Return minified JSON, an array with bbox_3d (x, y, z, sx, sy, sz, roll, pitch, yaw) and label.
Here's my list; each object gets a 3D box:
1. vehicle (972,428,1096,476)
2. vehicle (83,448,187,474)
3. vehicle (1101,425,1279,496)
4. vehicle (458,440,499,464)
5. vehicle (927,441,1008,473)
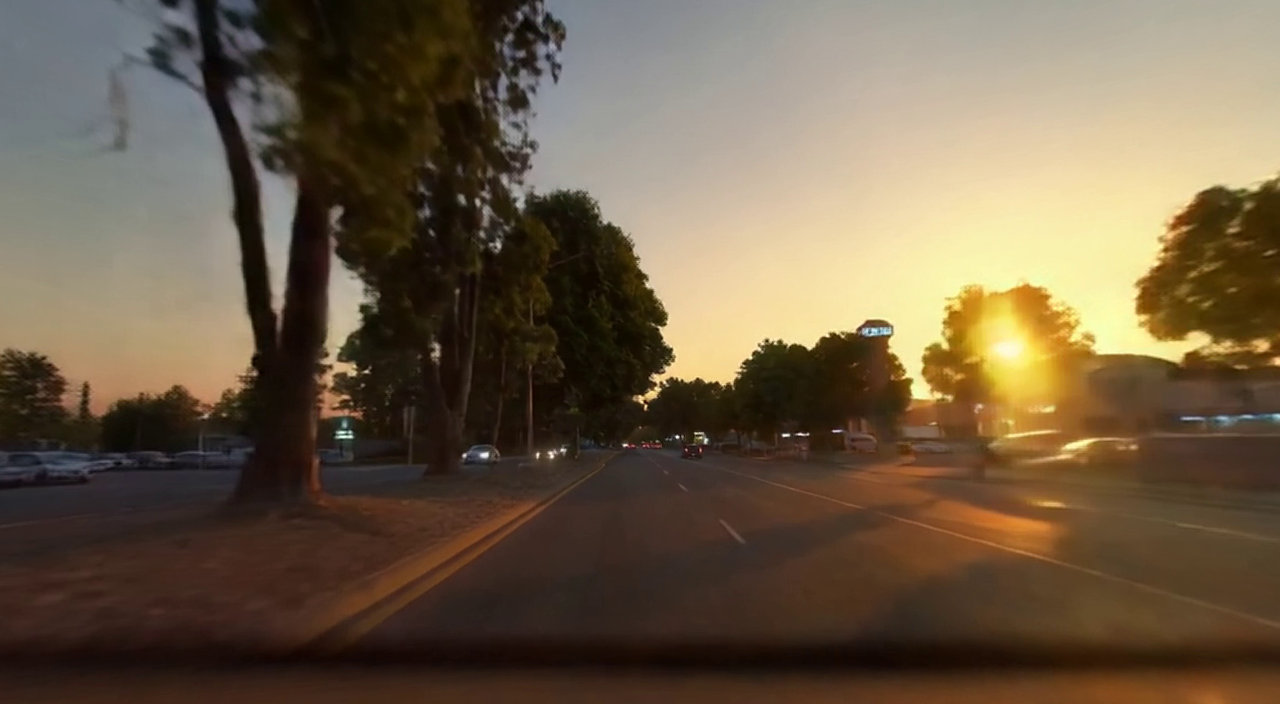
[{"bbox_3d":[19.029,4.828,30.945,2.232,2.008,5.812,-3,-8,0],"label":"vehicle"},{"bbox_3d":[-30.849,6.641,38.702,4.742,1.459,1.867,0,-8,-1],"label":"vehicle"},{"bbox_3d":[16.541,3.079,18.351,2.052,1.749,5.213,0,-9,-4],"label":"vehicle"},{"bbox_3d":[-12.308,7.643,48.530,1.985,1.715,4.330,0,-9,0],"label":"vehicle"},{"bbox_3d":[16.275,5.202,31.649,1.892,1.421,4.556,-2,-8,5],"label":"vehicle"}]
